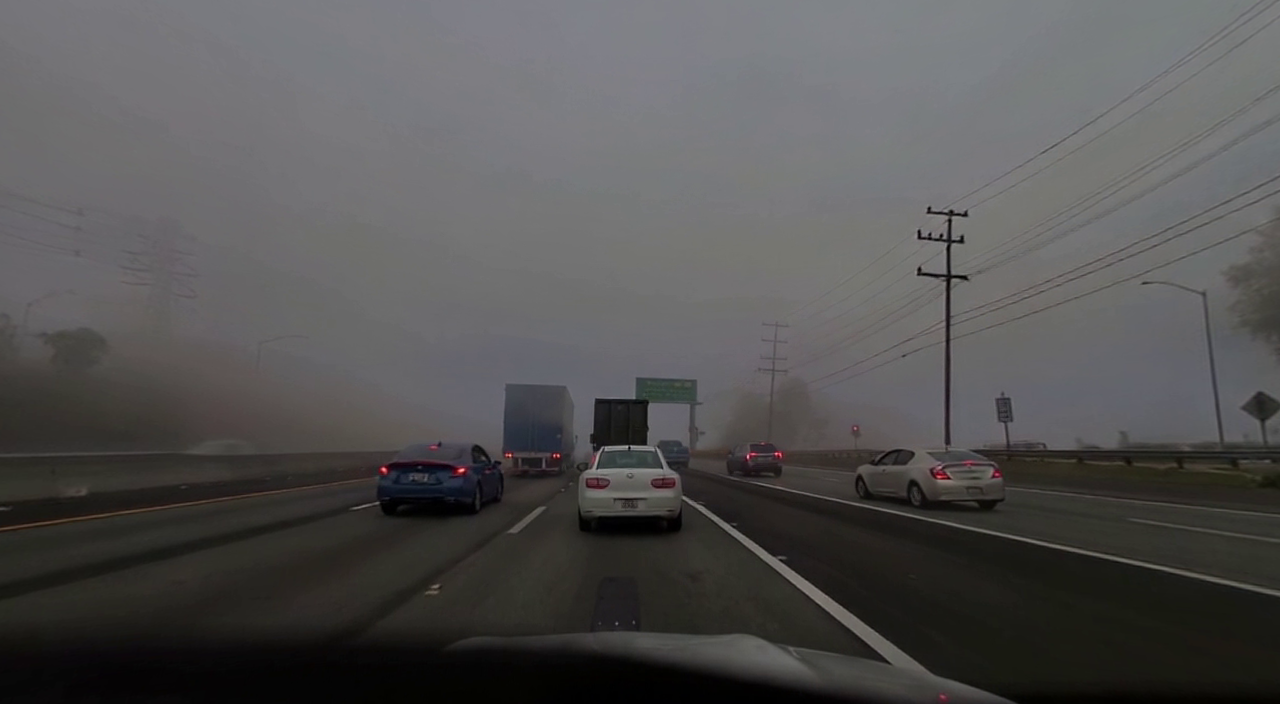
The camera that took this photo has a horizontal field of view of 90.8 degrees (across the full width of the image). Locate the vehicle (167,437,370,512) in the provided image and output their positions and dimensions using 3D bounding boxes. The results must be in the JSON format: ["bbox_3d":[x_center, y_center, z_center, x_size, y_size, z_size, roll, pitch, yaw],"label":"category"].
[{"bbox_3d":[-8.326,2.766,14.817,2.008,1.454,4.693,0,-9,-2],"label":"vehicle"}]

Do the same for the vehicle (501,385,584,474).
[{"bbox_3d":[-5.480,5.102,39.480,3.150,4.298,17.928,0,-9,-3],"label":"vehicle"}]

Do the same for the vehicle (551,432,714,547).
[{"bbox_3d":[-0.202,2.096,10.288,2.112,1.463,4.012,0,-9,-3],"label":"vehicle"}]

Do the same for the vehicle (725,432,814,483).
[{"bbox_3d":[4.654,3.869,23.338,2.023,1.676,4.002,1,-9,-7],"label":"vehicle"}]

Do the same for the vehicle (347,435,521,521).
[{"bbox_3d":[-3.997,2.542,13.360,2.090,1.463,4.968,0,-9,-1],"label":"vehicle"}]

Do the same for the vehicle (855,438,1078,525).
[{"bbox_3d":[6.138,2.453,12.577,1.878,1.406,4.164,1,-9,-6],"label":"vehicle"}]
